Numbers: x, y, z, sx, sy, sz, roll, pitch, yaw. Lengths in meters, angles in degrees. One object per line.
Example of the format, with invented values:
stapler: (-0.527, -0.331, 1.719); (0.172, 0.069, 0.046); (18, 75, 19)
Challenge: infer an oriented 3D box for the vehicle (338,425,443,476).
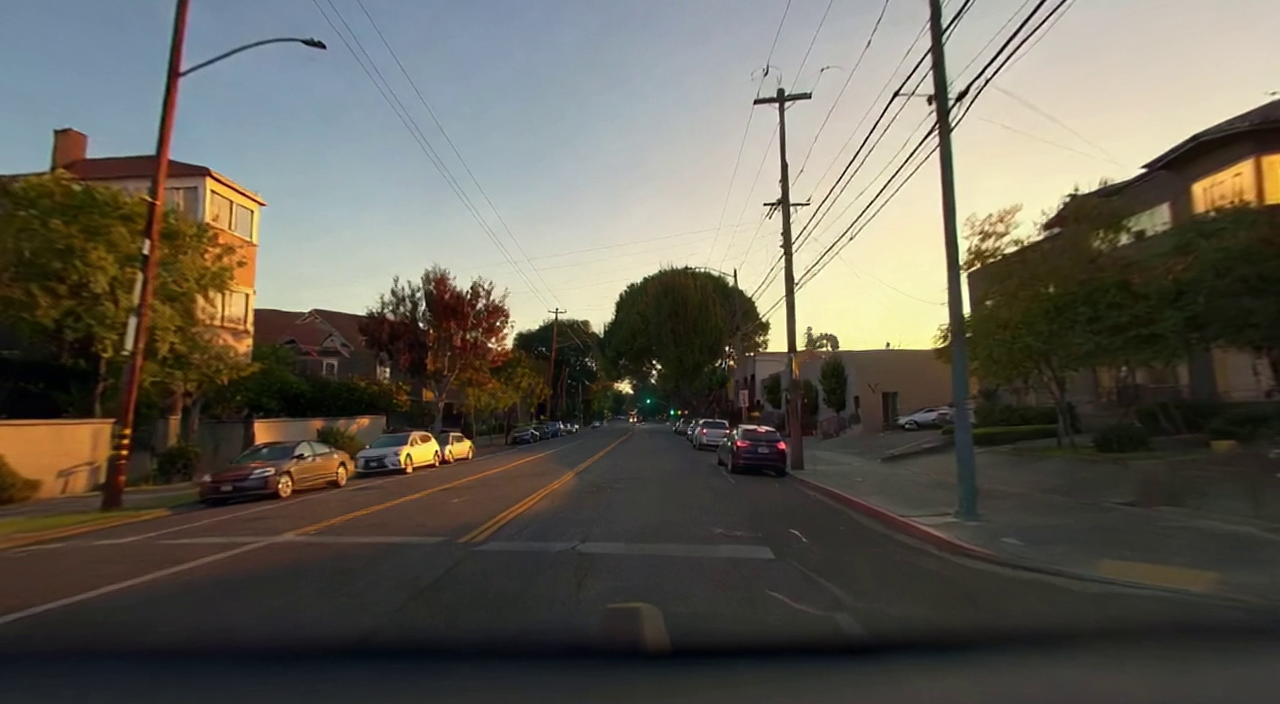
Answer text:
vehicle: (-9.339, 3.714, 24.102); (2.061, 1.748, 4.316); (-1, -8, 3)

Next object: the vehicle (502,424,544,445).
vehicle: (-8.704, 6.243, 47.363); (2.208, 1.508, 4.590); (0, -8, 1)

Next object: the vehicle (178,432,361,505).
vehicle: (-9.514, 3.009, 16.778); (1.926, 1.652, 4.527); (-1, -8, 3)

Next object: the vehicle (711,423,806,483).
vehicle: (3.717, 3.203, 20.719); (2.089, 1.638, 4.628); (0, -5, -2)
